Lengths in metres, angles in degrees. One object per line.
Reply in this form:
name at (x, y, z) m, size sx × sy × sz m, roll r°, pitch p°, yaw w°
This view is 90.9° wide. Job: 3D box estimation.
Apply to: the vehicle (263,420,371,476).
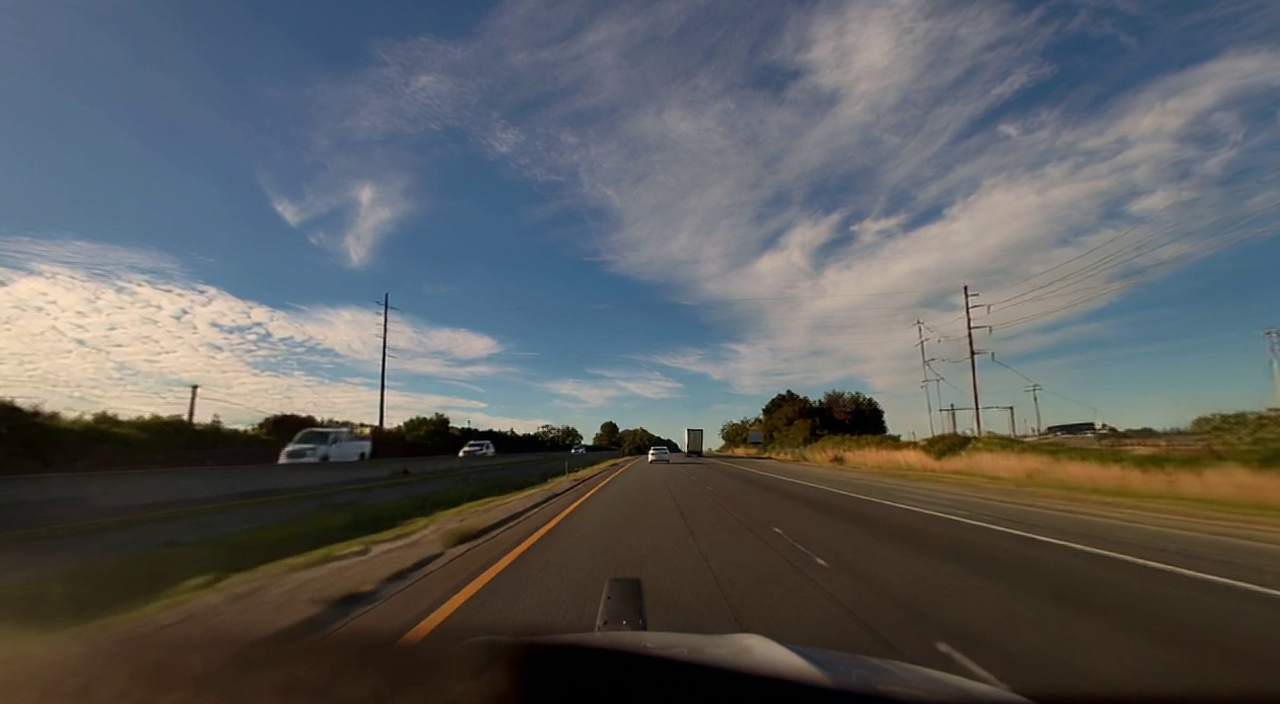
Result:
vehicle at (-19.926, 5.993, 39.425) m, size 3.334 × 3.169 × 5.984 m, roll -1°, pitch -9°, yaw 2°
